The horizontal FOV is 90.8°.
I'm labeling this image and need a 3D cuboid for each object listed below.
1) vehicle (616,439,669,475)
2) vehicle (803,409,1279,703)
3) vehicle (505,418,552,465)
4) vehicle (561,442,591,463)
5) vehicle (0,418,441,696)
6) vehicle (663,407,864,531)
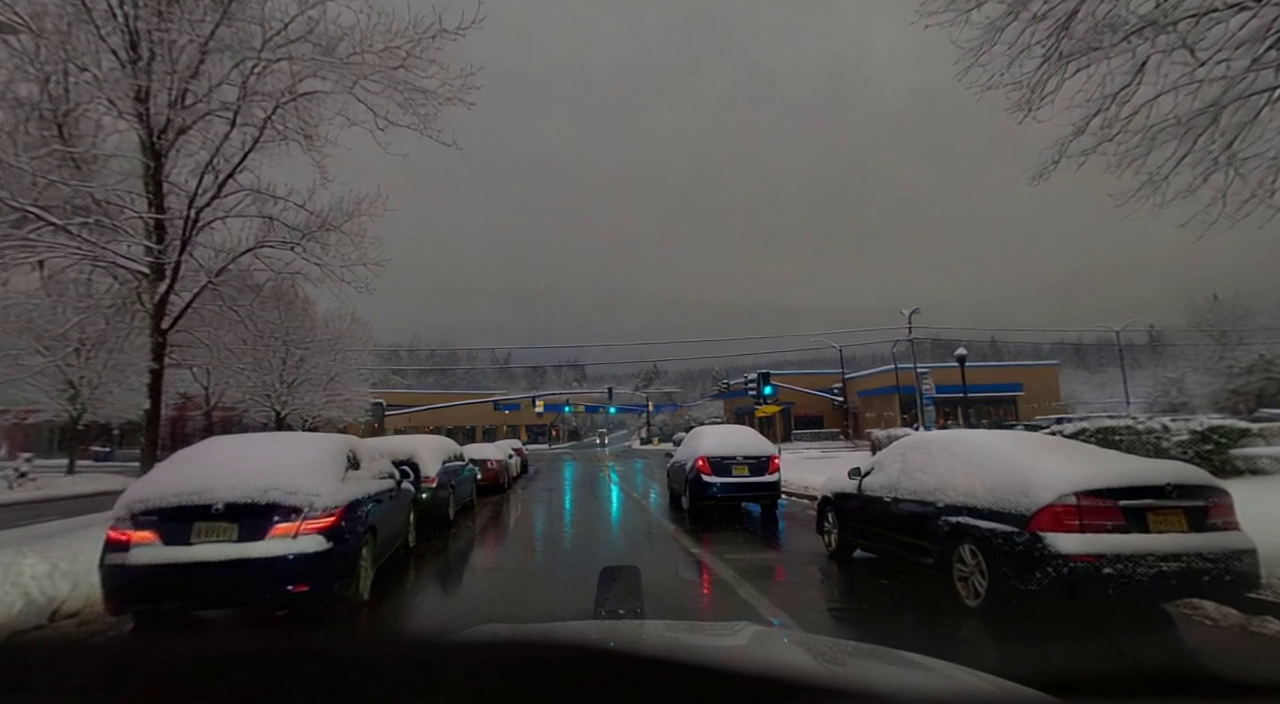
[{"bbox_3d":[0.017,4.806,29.135,1.910,1.493,4.490,1,-8,-6],"label":"vehicle"},{"bbox_3d":[3.240,1.387,5.533,1.904,1.494,4.864,1,-8,-6],"label":"vehicle"},{"bbox_3d":[-8.378,6.873,48.306,2.820,3.263,7.986,1,-8,-5],"label":"vehicle"},{"bbox_3d":[-4.726,7.389,46.495,2.095,1.473,4.301,1,-8,-6],"label":"vehicle"},{"bbox_3d":[-3.036,1.460,5.824,1.968,1.497,4.286,2,-9,-14],"label":"vehicle"},{"bbox_3d":[2.050,2.243,12.769,2.324,1.907,5.634,1,-8,-7],"label":"vehicle"}]
